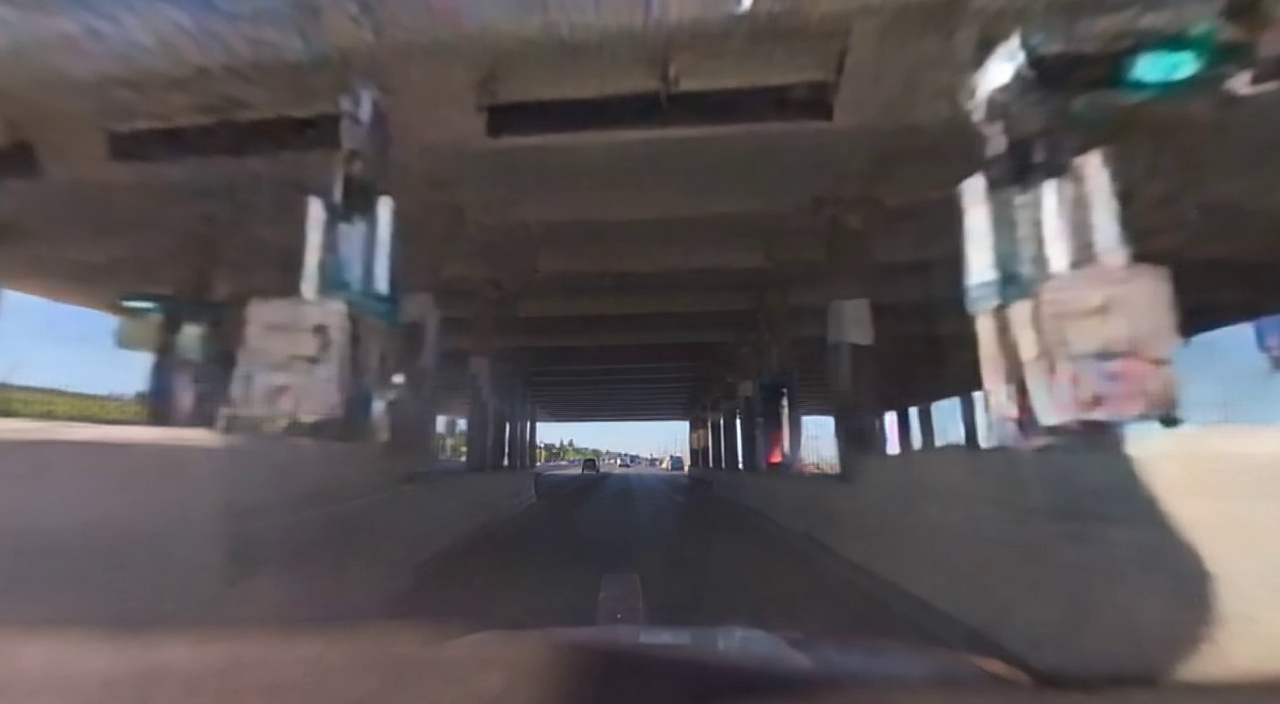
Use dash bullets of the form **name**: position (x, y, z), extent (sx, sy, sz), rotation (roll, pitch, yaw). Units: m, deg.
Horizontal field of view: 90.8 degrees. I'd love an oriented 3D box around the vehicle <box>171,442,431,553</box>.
- **vehicle**: position (-5.282, 2.306, 10.699), extent (1.981, 1.465, 4.334), rotation (0, -9, 0)
